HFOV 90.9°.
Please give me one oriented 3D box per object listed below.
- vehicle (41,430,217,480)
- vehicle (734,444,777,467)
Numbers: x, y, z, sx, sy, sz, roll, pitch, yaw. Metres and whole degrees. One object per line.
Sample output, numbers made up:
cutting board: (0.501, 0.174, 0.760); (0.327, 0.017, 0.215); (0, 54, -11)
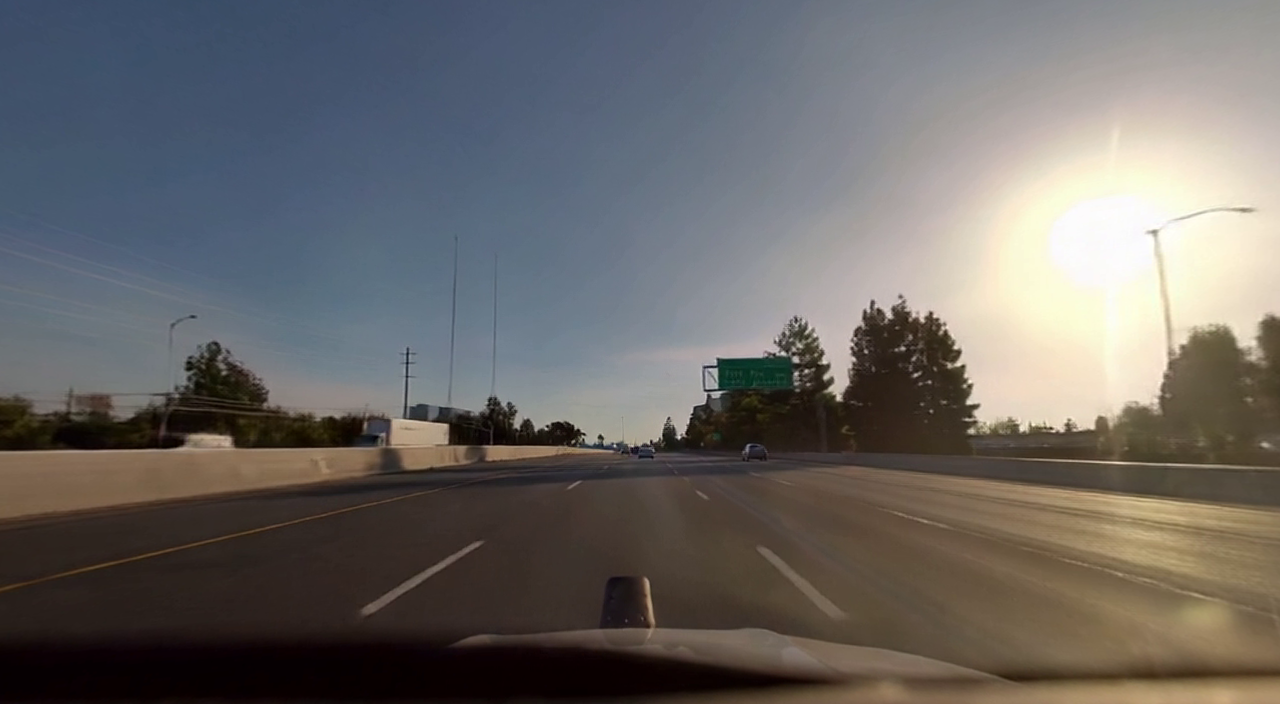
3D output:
vehicle: (-21.000, 4.271, 26.412); (2.348, 1.818, 5.837); (0, -8, 2)
vehicle: (7.868, 7.049, 43.217); (2.056, 1.465, 4.304); (0, -8, -1)
